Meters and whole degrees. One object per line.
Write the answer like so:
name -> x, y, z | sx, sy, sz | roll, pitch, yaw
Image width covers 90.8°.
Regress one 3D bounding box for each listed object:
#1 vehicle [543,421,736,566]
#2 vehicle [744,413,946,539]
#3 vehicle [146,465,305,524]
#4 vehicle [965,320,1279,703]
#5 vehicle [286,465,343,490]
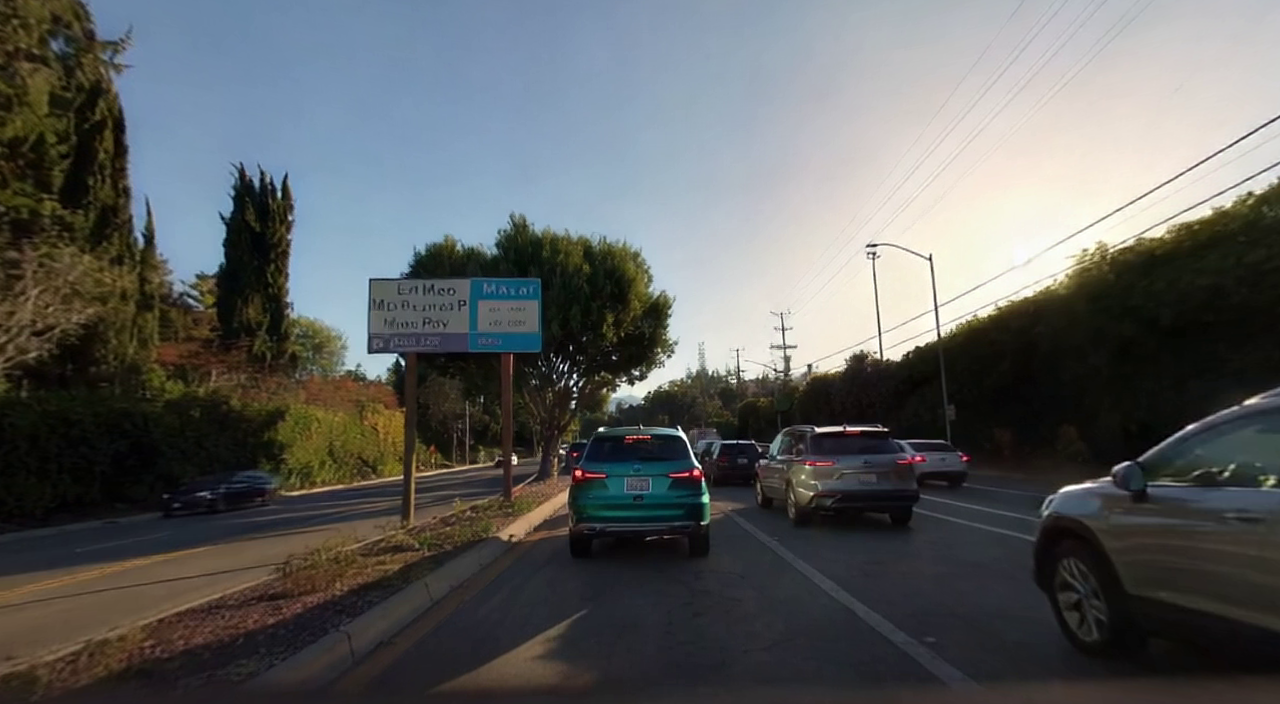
vehicle -> -0.033, 1.932, 9.410 | 2.199, 1.641, 4.232 | 0, -8, -1
vehicle -> 3.361, 2.145, 11.563 | 2.097, 1.818, 4.625 | 0, -8, 0
vehicle -> -13.083, 4.490, 20.379 | 1.960, 1.491, 4.700 | 0, -8, 0
vehicle -> 3.525, 0.762, 2.678 | 2.001, 1.707, 4.250 | 0, -8, 0
vehicle -> -22.722, 8.758, 44.238 | 1.847, 1.554, 3.926 | 0, -8, 0
